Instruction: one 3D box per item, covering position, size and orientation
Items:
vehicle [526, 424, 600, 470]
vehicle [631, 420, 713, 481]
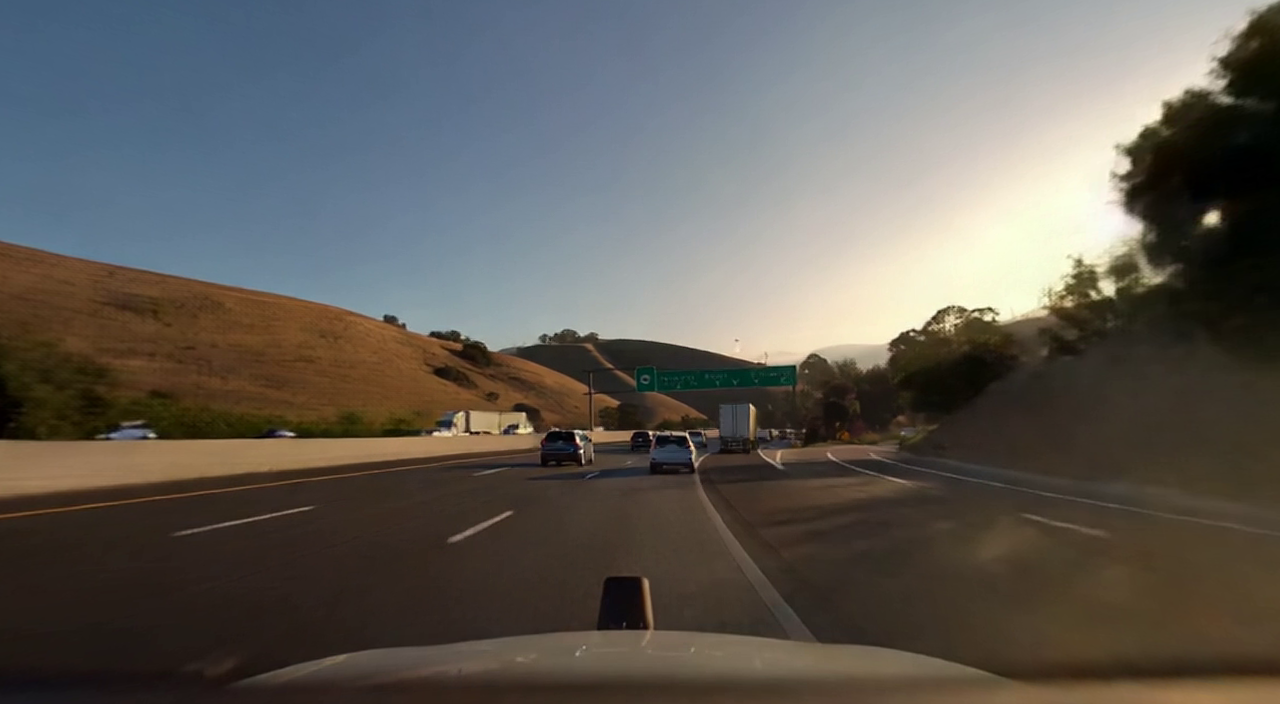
[{"bbox_3d":[-3.005,3.854,25.705,2.077,1.712,4.406,-1,-8,5],"label":"vehicle"},{"bbox_3d":[1.121,3.321,21.414,2.484,1.820,4.497,-1,-8,4],"label":"vehicle"}]
